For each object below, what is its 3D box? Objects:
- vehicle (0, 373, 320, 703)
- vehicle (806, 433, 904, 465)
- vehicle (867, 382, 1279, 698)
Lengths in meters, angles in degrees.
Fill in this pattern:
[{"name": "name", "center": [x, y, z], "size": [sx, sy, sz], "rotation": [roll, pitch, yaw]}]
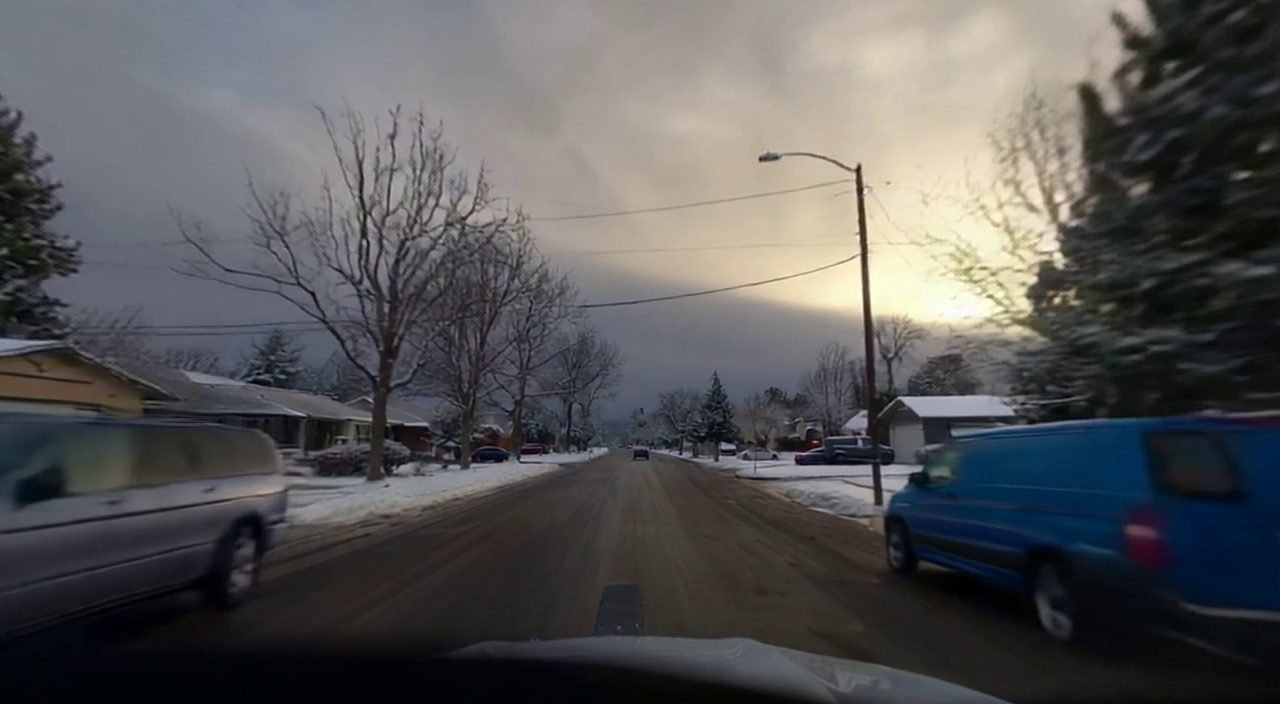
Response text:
[{"name": "vehicle", "center": [-4.276, 1.145, 4.095], "size": [2.157, 1.736, 4.104], "rotation": [-1, -9, 1]}, {"name": "vehicle", "center": [12.849, 5.854, 38.047], "size": [5.049, 1.845, 2.327], "rotation": [0, -9, 0]}, {"name": "vehicle", "center": [4.089, 1.443, 6.060], "size": [2.173, 1.806, 4.701], "rotation": [1, -9, 2]}]
